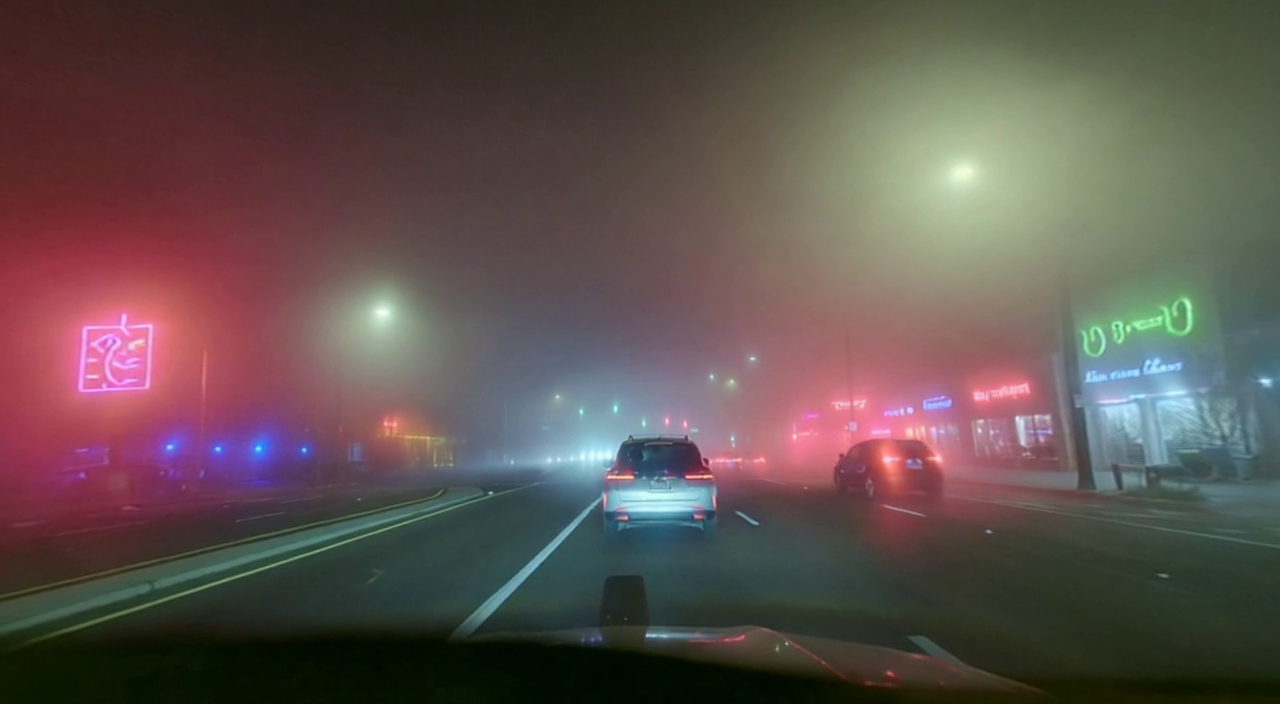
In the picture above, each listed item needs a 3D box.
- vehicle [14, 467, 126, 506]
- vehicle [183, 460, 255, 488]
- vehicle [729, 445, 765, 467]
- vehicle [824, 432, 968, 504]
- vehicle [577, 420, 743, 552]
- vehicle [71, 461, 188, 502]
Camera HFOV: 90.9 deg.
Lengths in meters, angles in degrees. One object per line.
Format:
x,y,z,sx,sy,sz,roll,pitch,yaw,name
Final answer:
-28.685,6.757,31.910,2.018,1.716,4.042,-1,-10,-5,vehicle
-27.871,8.067,41.848,1.861,1.578,4.152,0,-8,1,vehicle
7.630,7.438,45.323,1.900,1.507,4.151,0,-8,0,vehicle
6.437,2.951,16.474,2.086,1.627,4.294,-1,-8,2,vehicle
0.235,2.010,10.104,2.125,1.669,3.880,0,-8,-1,vehicle
-25.874,6.524,32.213,2.026,1.808,4.835,0,-9,-2,vehicle
